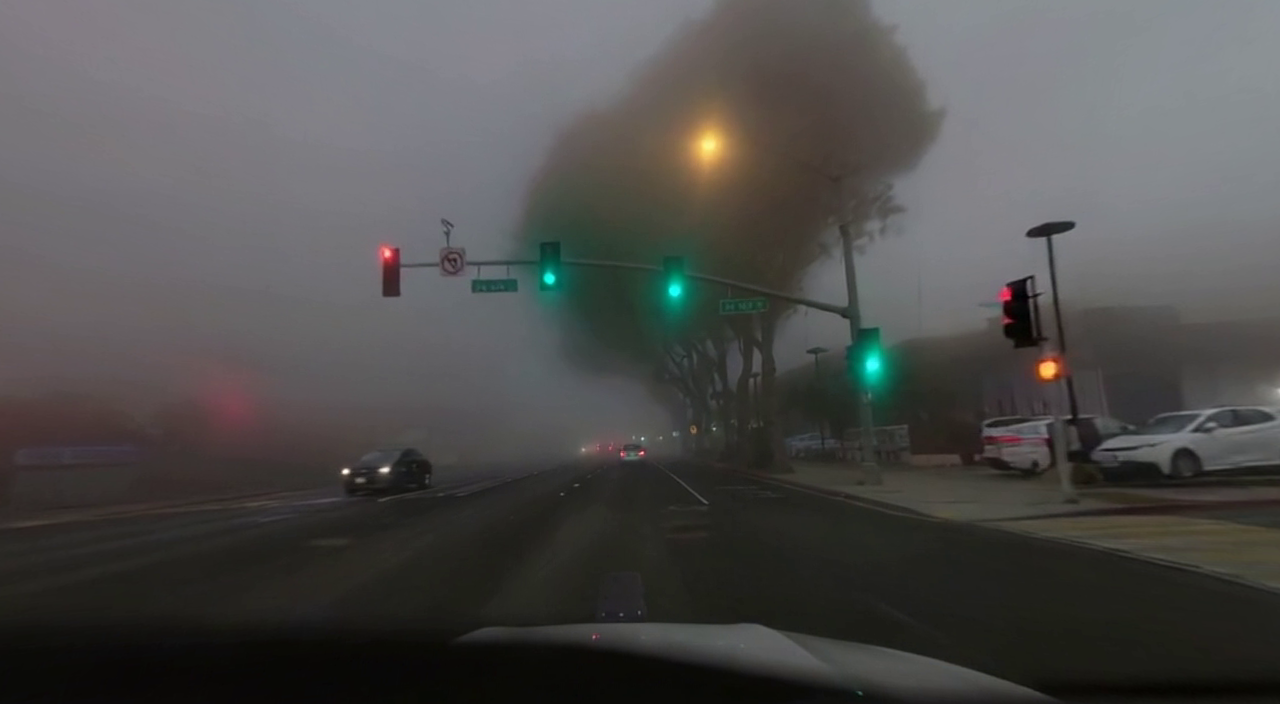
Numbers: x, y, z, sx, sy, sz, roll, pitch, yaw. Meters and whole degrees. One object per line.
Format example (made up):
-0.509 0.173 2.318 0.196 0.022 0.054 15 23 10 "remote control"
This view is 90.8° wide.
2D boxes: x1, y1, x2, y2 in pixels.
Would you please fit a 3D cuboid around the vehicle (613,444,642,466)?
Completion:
-0.879 7.222 44.437 1.977 1.451 4.032 0 -8 -1 "vehicle"

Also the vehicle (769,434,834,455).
12.496 7.192 49.055 4.486 1.569 1.966 0 -9 -4 "vehicle"

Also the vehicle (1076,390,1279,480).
12.885 1.837 13.963 4.852 1.805 2.155 0 -9 -1 "vehicle"
